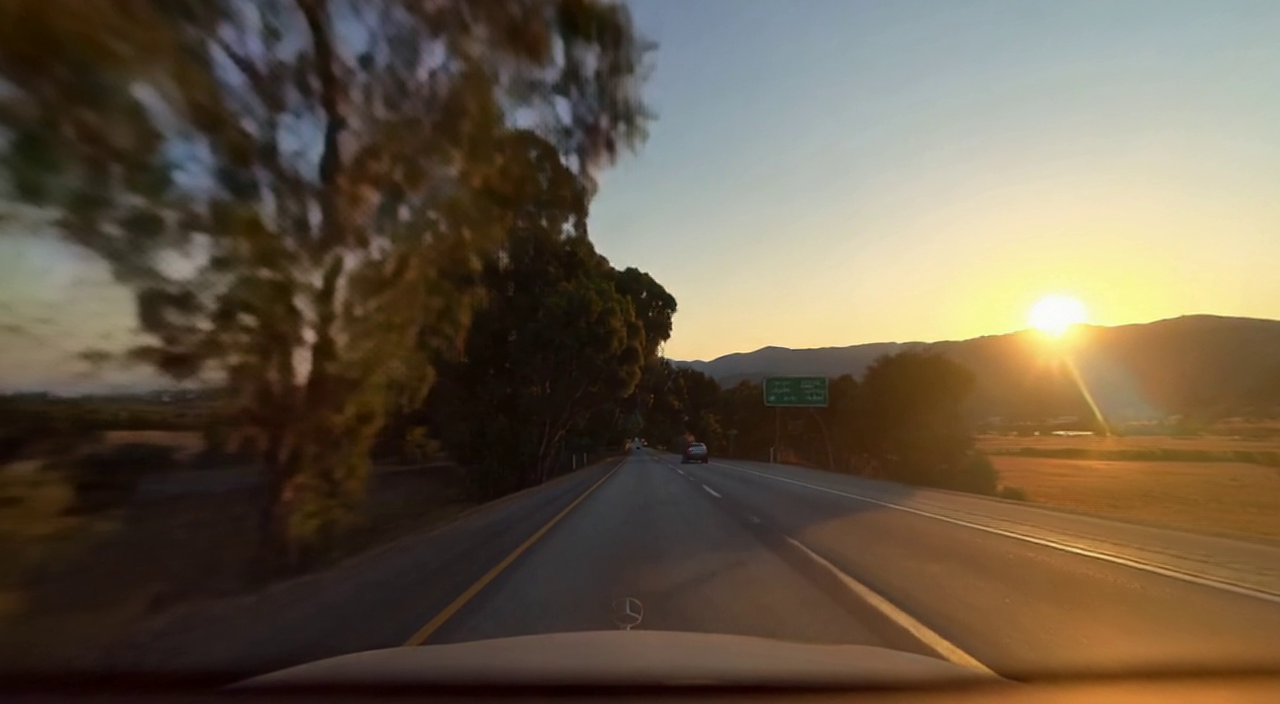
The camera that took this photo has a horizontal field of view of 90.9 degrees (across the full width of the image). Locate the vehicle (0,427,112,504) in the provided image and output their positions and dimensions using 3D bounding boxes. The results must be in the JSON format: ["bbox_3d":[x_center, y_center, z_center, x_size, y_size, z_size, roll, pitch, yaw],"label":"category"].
[{"bbox_3d":[-17.421,3.008,16.735,2.361,1.937,5.075,-1,-8,1],"label":"vehicle"}]

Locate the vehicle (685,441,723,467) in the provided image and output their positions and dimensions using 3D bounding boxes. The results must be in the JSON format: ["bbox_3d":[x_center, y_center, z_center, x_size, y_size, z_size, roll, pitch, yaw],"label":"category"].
[{"bbox_3d":[4.298,6.951,43.120,2.157,1.640,4.056,0,-8,0],"label":"vehicle"}]
